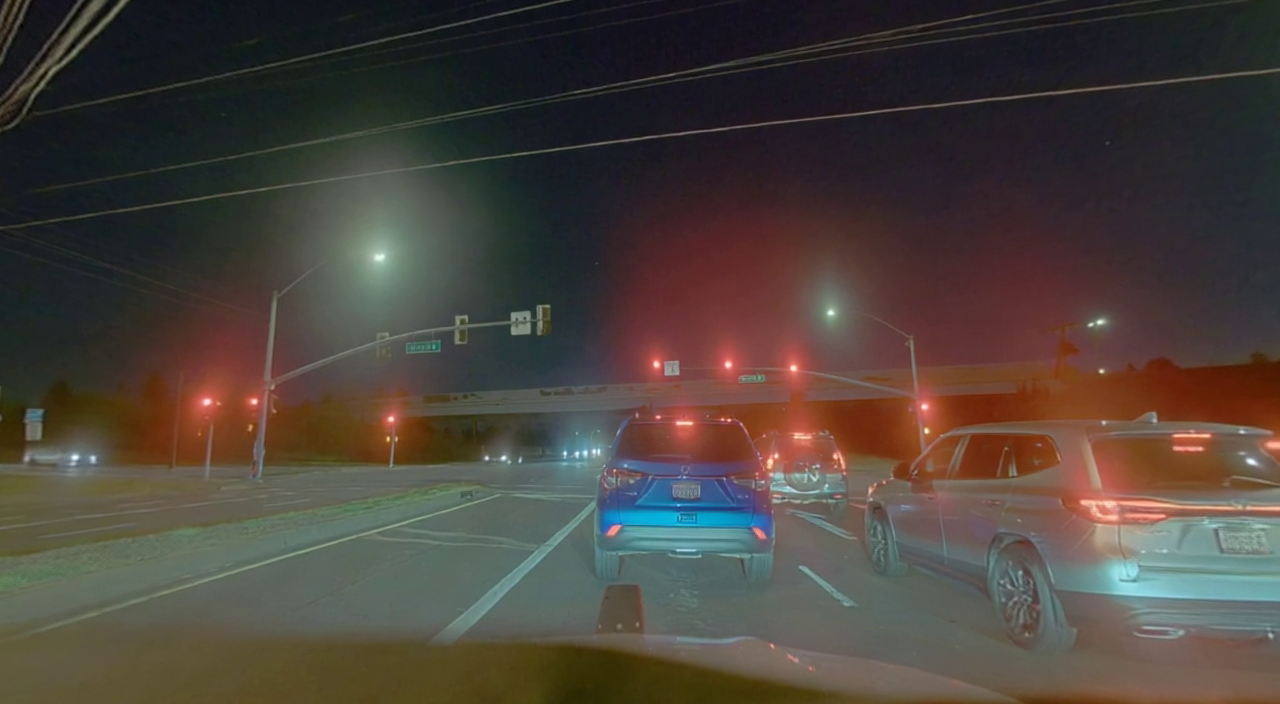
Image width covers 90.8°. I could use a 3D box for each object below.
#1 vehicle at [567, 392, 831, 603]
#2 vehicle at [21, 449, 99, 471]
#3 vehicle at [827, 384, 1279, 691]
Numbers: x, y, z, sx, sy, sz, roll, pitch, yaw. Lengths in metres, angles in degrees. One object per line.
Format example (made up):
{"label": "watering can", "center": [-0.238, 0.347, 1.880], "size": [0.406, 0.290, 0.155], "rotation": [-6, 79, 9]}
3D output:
{"label": "vehicle", "center": [0.455, 1.553, 7.616], "size": [2.240, 1.778, 4.335], "rotation": [0, -8, -1]}
{"label": "vehicle", "center": [-40.838, 7.563, 44.458], "size": [4.647, 1.453, 1.881], "rotation": [-3, -9, 18]}
{"label": "vehicle", "center": [3.408, 1.337, 5.783], "size": [1.990, 1.649, 4.625], "rotation": [0, -8, 0]}
